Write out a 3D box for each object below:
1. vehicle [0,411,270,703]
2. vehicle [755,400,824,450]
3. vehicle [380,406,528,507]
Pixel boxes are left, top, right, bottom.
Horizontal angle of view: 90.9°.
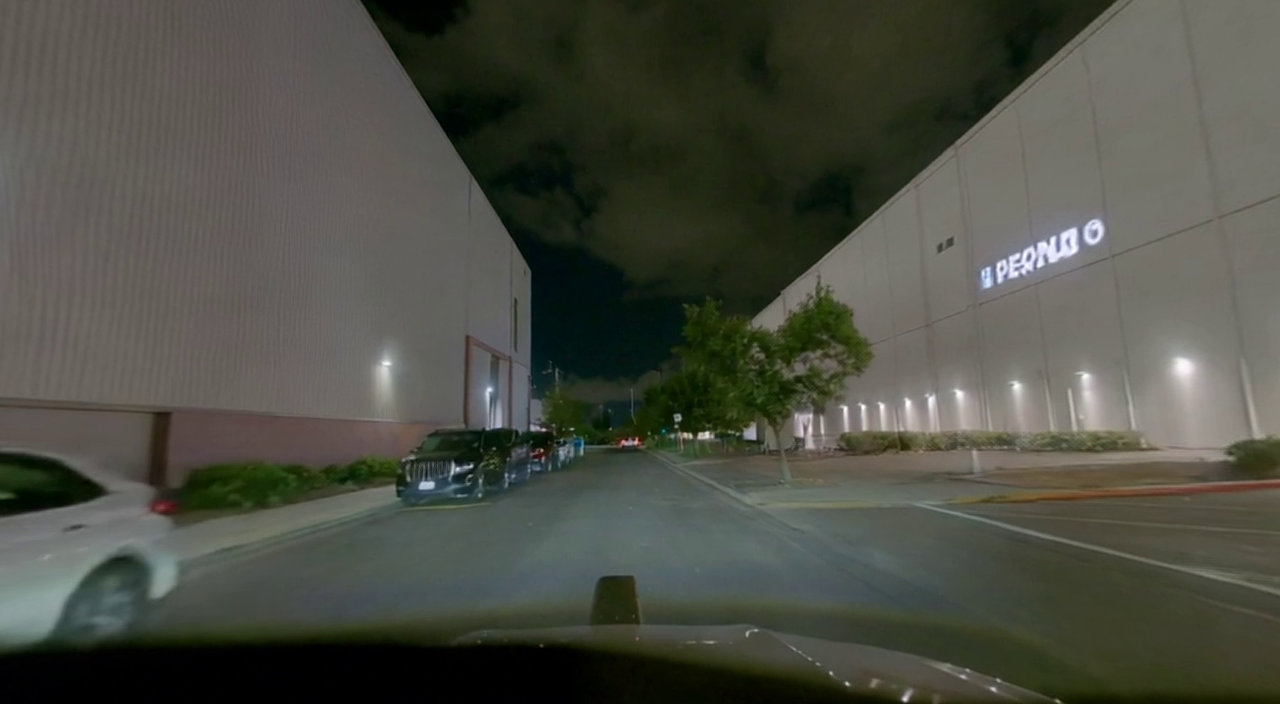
[{"bbox_3d":[-4.122,1.124,3.115,2.040,1.501,4.440,-4,-9,-2],"label":"vehicle"},{"bbox_3d":[10.117,5.090,43.497,2.622,3.108,7.053,0,-8,-3],"label":"vehicle"},{"bbox_3d":[-4.170,2.494,15.065,2.161,1.843,5.181,-3,-9,-3],"label":"vehicle"}]
